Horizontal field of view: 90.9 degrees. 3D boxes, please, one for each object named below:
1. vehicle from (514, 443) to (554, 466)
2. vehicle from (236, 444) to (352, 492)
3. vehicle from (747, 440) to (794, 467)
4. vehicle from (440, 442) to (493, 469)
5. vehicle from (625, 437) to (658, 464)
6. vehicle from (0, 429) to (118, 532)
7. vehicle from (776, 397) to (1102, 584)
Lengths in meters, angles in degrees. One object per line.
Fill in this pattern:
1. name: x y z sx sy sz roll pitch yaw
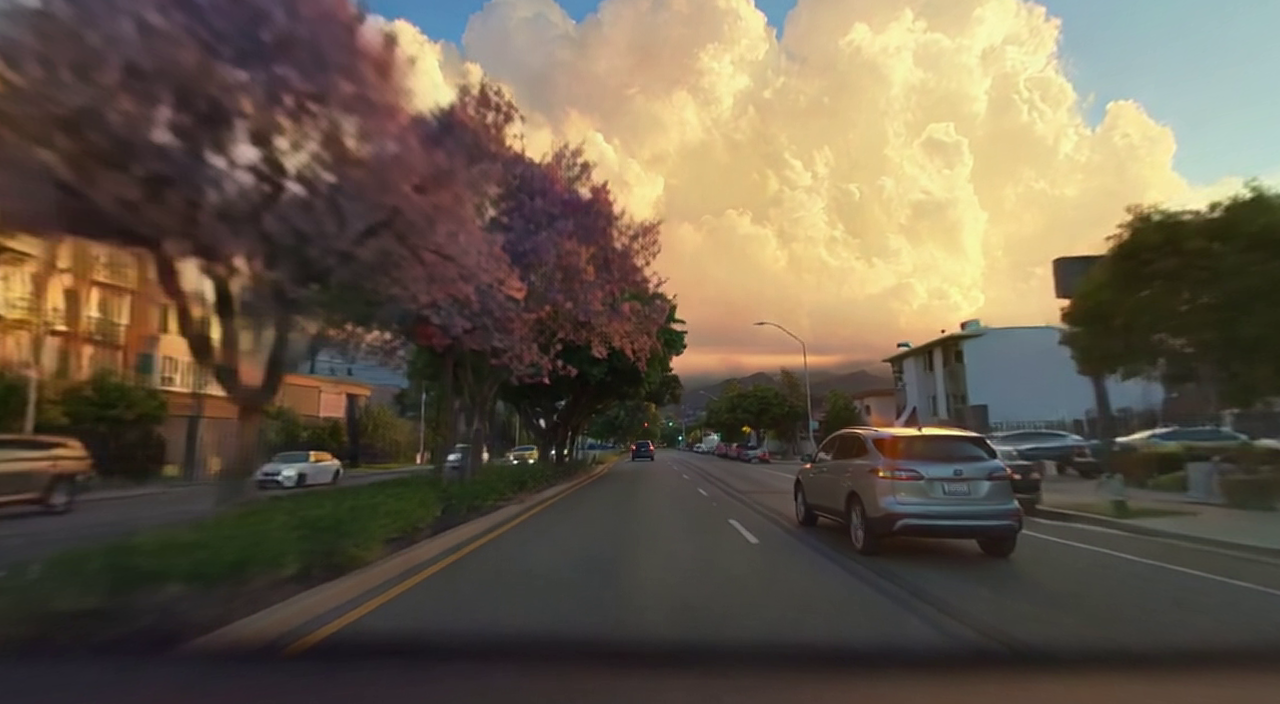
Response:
1. vehicle: -7.452 7.202 44.638 1.960 1.530 4.313 0 -8 2
2. vehicle: -11.809 3.953 21.807 1.779 1.495 3.766 0 -8 2
3. vehicle: 8.186 6.405 39.839 1.919 1.586 4.692 0 -8 -1
4. vehicle: -11.295 6.778 41.358 2.049 1.641 4.573 0 -8 2
5. vehicle: 0.161 7.025 45.160 2.244 1.813 4.129 0 -8 1
6. vehicle: -11.925 2.175 10.628 2.021 1.730 4.866 0 -8 1
7. vehicle: 3.318 1.643 8.291 2.071 1.747 4.549 0 -8 1
